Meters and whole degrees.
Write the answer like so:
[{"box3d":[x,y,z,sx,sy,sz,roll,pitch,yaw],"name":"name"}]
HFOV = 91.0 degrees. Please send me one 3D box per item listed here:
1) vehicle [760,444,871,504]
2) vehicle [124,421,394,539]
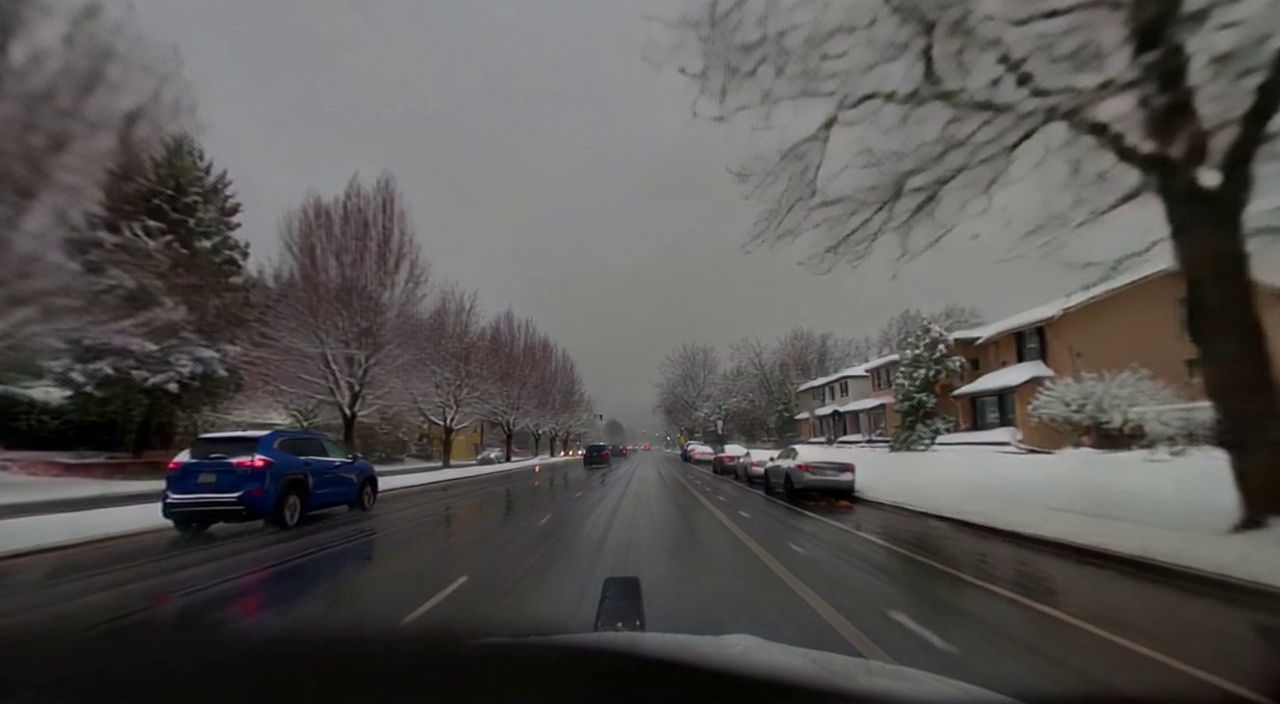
[{"box3d":[4.969,3.514,18.596,1.952,1.505,4.713,0,-9,0],"name":"vehicle"},{"box3d":[-6.496,2.237,11.557,2.034,1.711,4.512,0,-9,1],"name":"vehicle"}]
